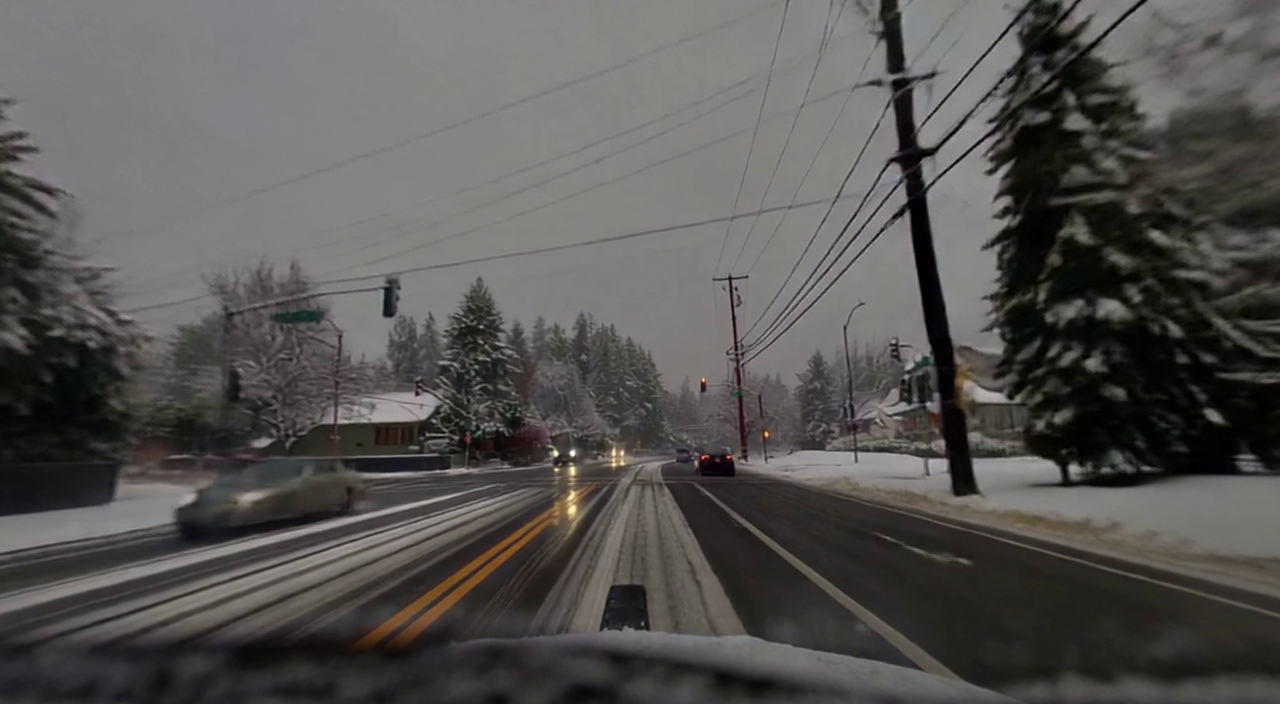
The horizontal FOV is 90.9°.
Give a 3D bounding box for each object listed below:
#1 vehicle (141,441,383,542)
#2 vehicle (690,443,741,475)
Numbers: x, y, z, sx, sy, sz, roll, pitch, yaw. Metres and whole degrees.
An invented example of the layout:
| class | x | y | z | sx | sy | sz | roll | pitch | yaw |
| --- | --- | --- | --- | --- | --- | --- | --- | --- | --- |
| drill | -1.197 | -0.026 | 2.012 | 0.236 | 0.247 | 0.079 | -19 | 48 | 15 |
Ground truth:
| class | x | y | z | sx | sy | sz | roll | pitch | yaw |
| --- | --- | --- | --- | --- | --- | --- | --- | --- | --- |
| vehicle | -7.263 | 2.671 | 12.853 | 2.126 | 1.645 | 4.493 | 0 | -8 | 0 |
| vehicle | 3.708 | 5.310 | 31.638 | 1.951 | 1.479 | 4.487 | 0 | -8 | 0 |
